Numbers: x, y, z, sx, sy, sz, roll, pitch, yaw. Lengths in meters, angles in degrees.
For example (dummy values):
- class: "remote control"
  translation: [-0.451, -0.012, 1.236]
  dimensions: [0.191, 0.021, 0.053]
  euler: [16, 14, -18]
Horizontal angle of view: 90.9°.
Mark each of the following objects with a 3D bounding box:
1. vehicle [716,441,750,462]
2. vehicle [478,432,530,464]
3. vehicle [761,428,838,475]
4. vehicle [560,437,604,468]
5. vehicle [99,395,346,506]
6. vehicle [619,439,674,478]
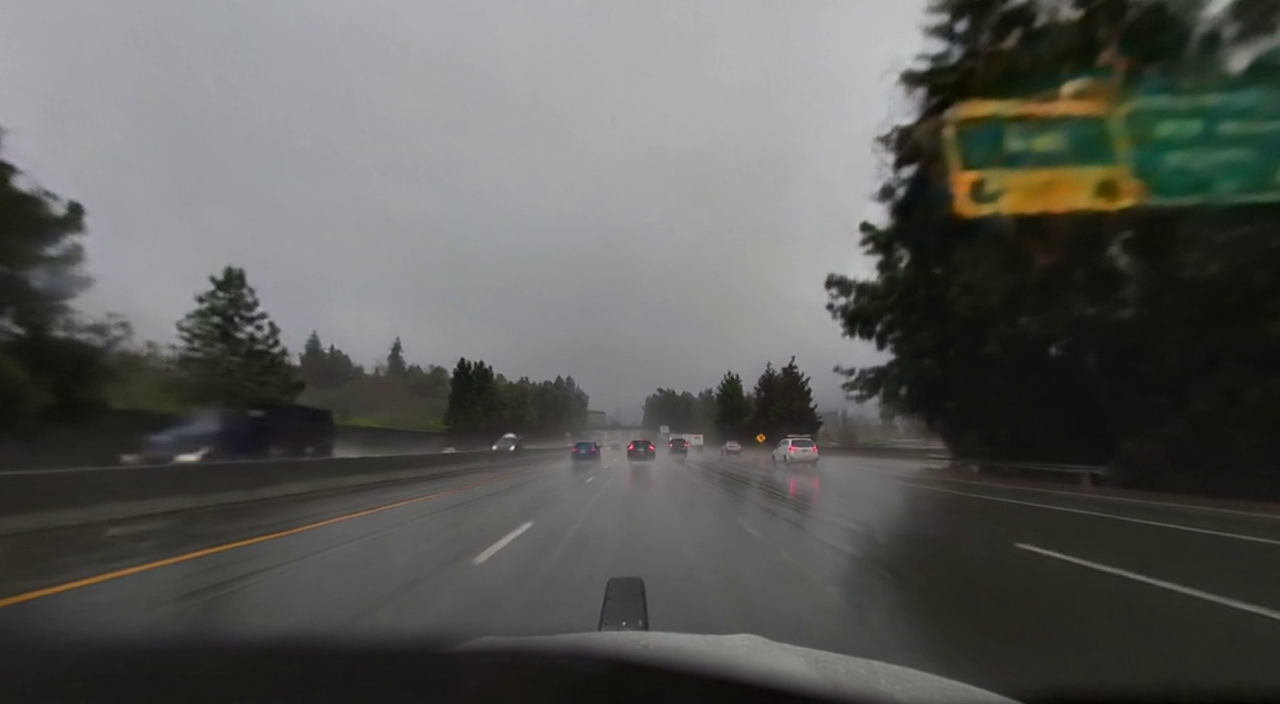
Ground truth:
- class: "vehicle"
  translation: [7.068, 7.569, 48.220]
  dimensions: [1.894, 1.511, 4.148]
  euler: [0, -8, -1]
- class: "vehicle"
  translation: [-9.330, 6.690, 43.886]
  dimensions: [2.331, 2.070, 5.440]
  euler: [0, -8, 1]
- class: "vehicle"
  translation: [7.088, 4.502, 28.698]
  dimensions: [2.094, 1.916, 5.099]
  euler: [0, -8, -1]
- class: "vehicle"
  translation: [-3.391, 5.953, 37.675]
  dimensions: [2.140, 1.720, 4.410]
  euler: [0, -8, 1]
- class: "vehicle"
  translation: [-12.652, 3.117, 20.269]
  dimensions: [2.779, 2.896, 7.441]
  euler: [0, -8, 0]
- class: "vehicle"
  translation: [0.233, 4.398, 26.208]
  dimensions: [2.071, 1.464, 4.162]
  euler: [0, -8, 0]
